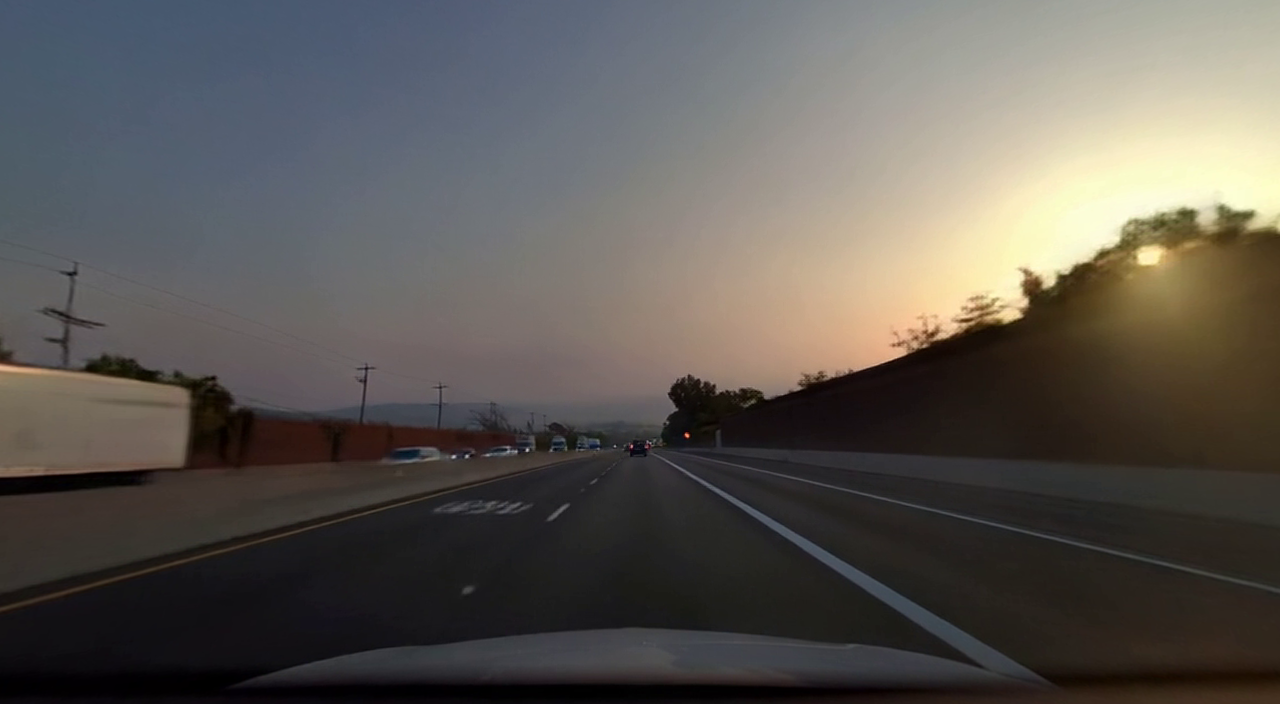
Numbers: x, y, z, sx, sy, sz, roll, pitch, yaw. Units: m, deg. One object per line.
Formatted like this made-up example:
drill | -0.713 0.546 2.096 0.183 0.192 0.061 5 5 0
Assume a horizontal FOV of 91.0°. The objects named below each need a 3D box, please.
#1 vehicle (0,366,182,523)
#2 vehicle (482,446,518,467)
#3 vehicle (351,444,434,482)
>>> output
vehicle | -18.463 2.342 15.910 3.341 4.076 13.934 0 -8 -1
vehicle | -10.679 7.979 48.201 1.821 1.477 3.939 0 -8 0
vehicle | -10.855 4.882 27.930 1.887 1.524 4.275 0 -8 1
